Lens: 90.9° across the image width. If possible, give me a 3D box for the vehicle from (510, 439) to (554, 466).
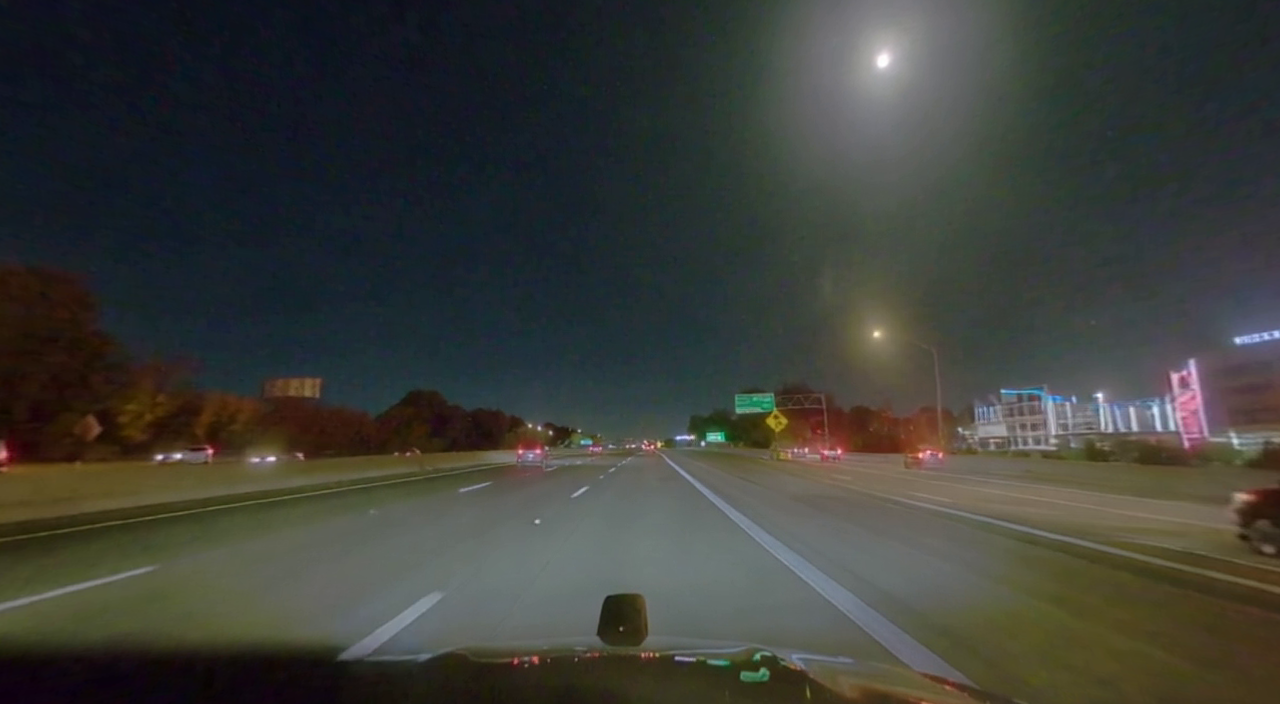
[{"bbox_3d":[-7.244,6.788,42.772,2.088,1.678,4.426,0,-8,1],"label":"vehicle"}]
